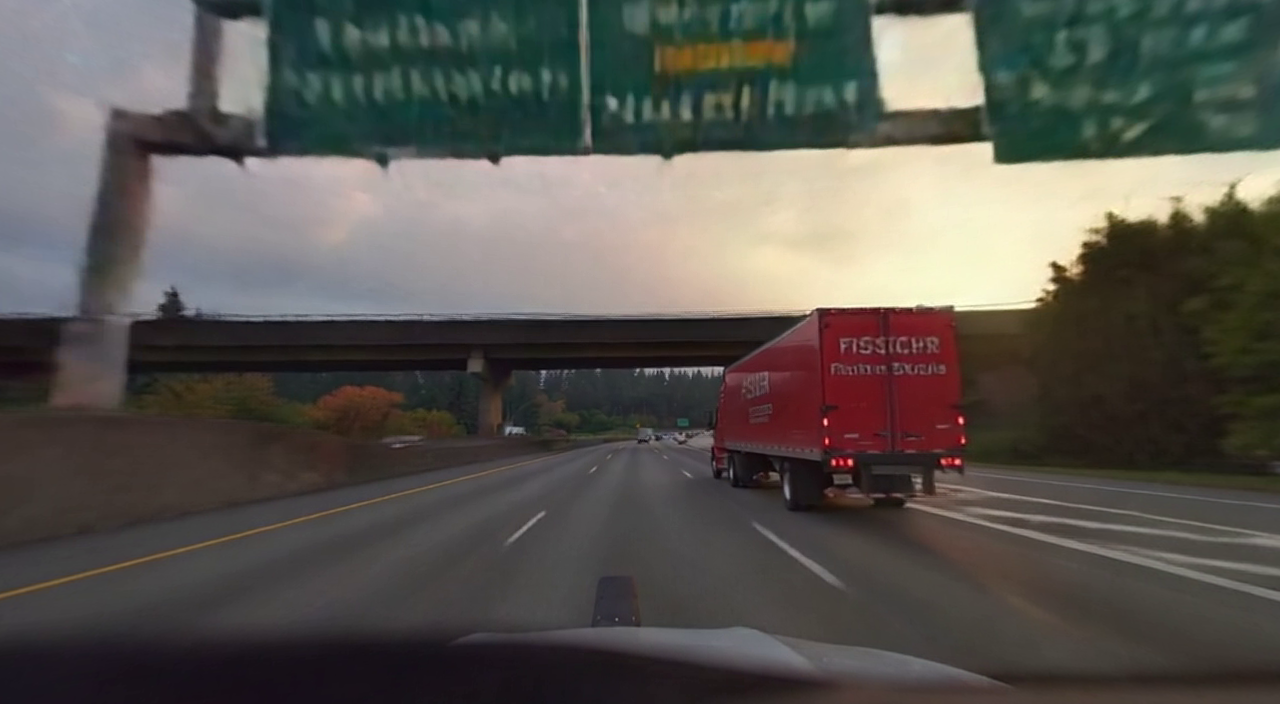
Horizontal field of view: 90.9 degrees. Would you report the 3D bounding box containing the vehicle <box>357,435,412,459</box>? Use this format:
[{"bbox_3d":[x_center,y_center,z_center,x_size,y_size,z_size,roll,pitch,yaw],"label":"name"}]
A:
[{"bbox_3d":[-16.532,6.165,40.950,1.870,1.472,4.021,0,-8,0],"label":"vehicle"}]

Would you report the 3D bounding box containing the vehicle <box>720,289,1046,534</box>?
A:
[{"bbox_3d":[4.018,1.514,14.220,2.849,3.391,11.018,0,-8,-1],"label":"vehicle"}]
